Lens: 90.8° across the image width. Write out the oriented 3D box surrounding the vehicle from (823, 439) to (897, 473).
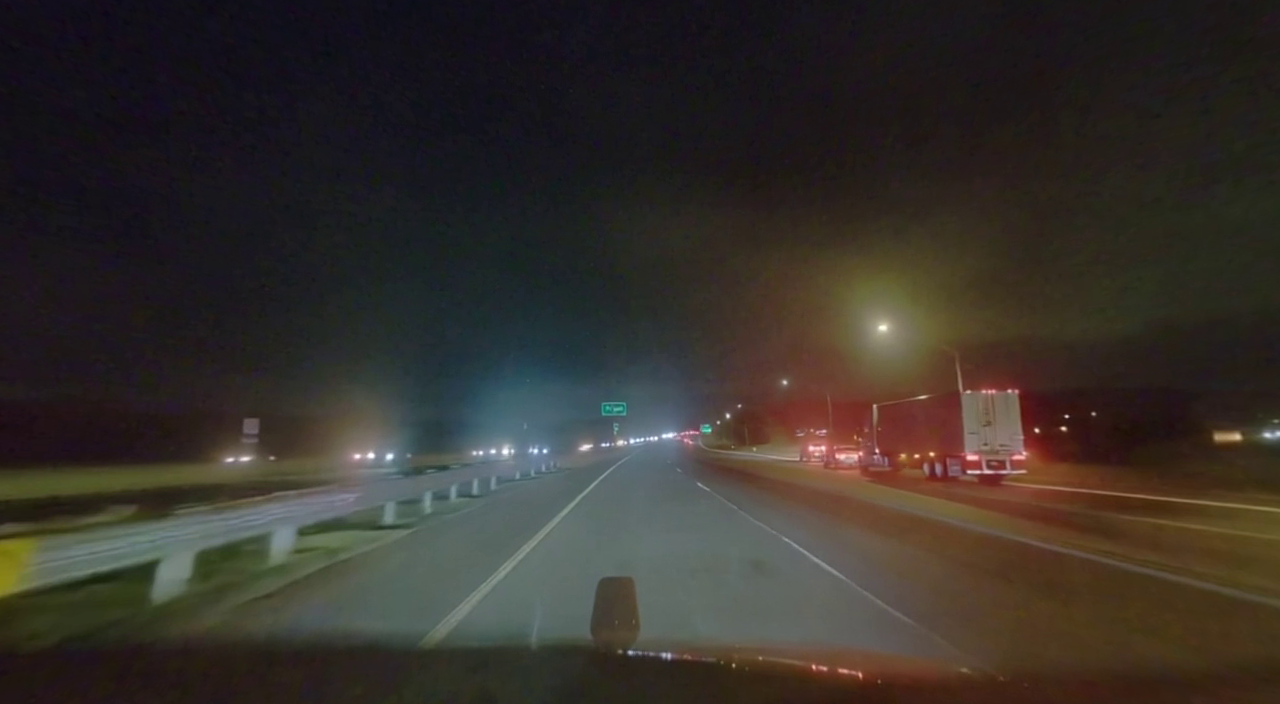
[{"bbox_3d":[11.253,5.344,32.727,2.229,1.599,4.253,0,-8,-1],"label":"vehicle"}]
